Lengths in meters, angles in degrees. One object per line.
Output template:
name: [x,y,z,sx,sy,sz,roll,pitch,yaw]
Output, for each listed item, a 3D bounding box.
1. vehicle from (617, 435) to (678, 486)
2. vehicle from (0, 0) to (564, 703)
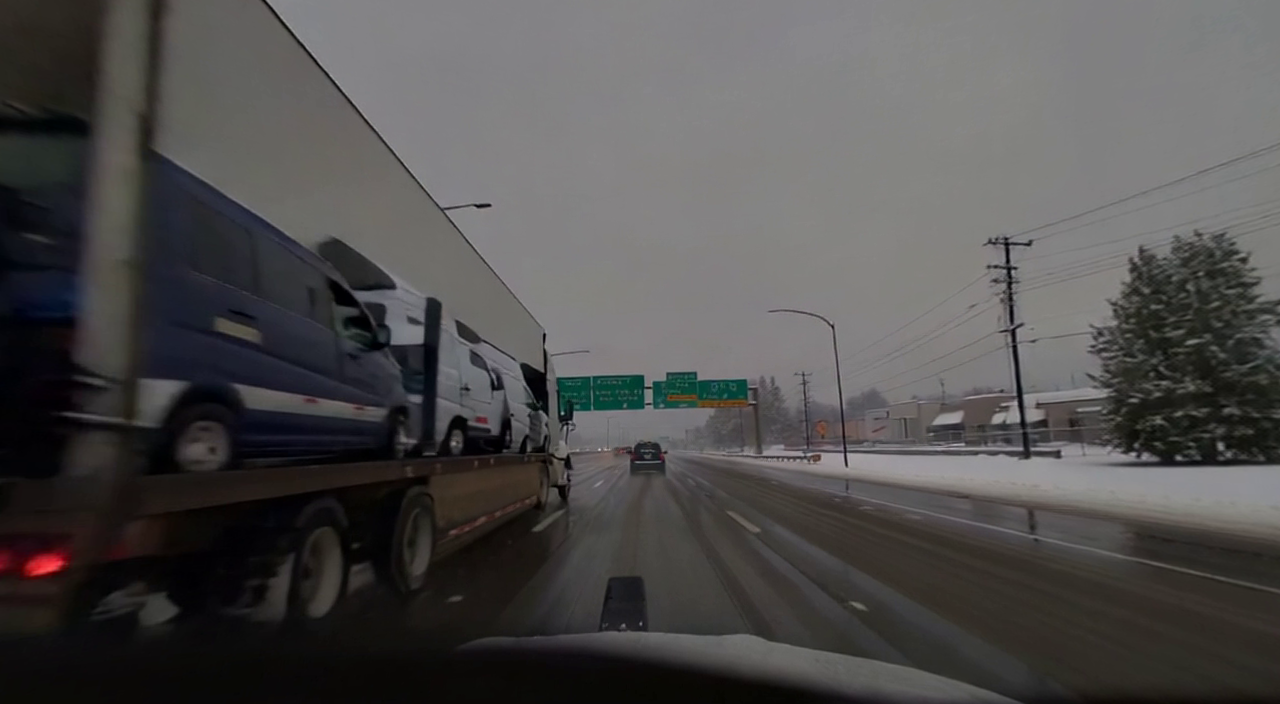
vehicle: [0.263,4.382,25.832,2.279,1.837,4.747,0,-8,0]
vehicle: [-3.926,0.918,11.240,2.888,4.308,16.259,0,-8,1]
